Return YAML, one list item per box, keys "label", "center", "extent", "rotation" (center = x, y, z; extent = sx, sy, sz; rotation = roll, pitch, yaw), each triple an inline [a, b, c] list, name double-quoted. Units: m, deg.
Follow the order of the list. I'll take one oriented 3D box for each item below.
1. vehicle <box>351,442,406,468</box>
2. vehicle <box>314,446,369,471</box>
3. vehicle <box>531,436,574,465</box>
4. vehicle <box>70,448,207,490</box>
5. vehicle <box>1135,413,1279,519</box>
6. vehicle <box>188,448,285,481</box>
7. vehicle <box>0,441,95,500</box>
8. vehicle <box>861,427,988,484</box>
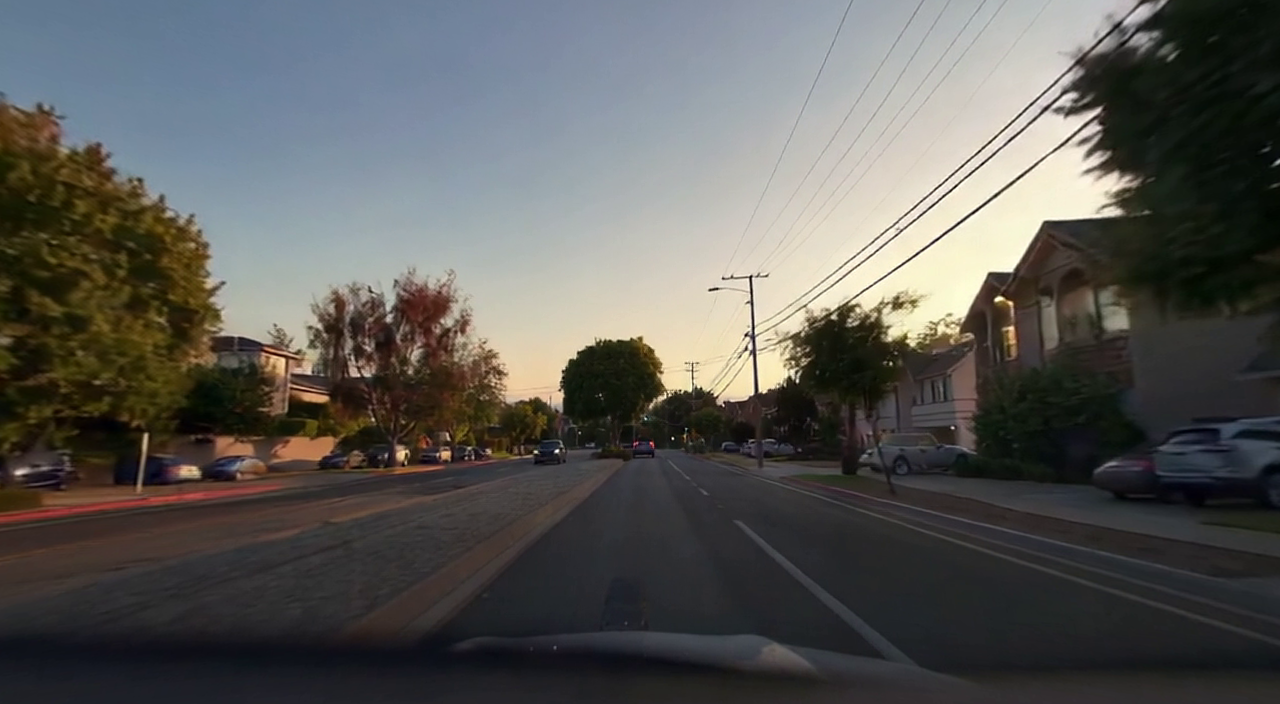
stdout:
- label: "vehicle"
  center: [-20.119, 7.918, 48.738]
  extent: [2.047, 1.898, 5.032]
  rotation: [0, -8, 1]
- label: "vehicle"
  center: [-20.081, 7.170, 42.526]
  extent: [1.764, 1.570, 3.910]
  rotation: [0, -8, 0]
- label: "vehicle"
  center: [-6.128, 6.974, 44.708]
  extent: [2.273, 1.952, 4.599]
  rotation: [0, -8, 1]
- label: "vehicle"
  center: [-20.149, 4.681, 25.645]
  extent: [1.759, 1.519, 4.785]
  rotation: [0, -8, -2]
- label: "vehicle"
  center: [13.347, 2.277, 12.821]
  extent: [4.667, 1.952, 2.063]
  rotation: [0, -8, 2]
- label: "vehicle"
  center: [-20.414, 5.696, 32.187]
  extent: [1.812, 1.501, 4.632]
  rotation: [0, -8, 1]
- label: "vehicle"
  center: [-20.265, 3.730, 20.024]
  extent: [1.787, 1.774, 4.560]
  rotation: [0, -8, 0]
- label: "vehicle"
  center: [11.379, 4.181, 25.779]
  extent: [2.392, 2.063, 5.213]
  rotation: [1, -8, -5]
